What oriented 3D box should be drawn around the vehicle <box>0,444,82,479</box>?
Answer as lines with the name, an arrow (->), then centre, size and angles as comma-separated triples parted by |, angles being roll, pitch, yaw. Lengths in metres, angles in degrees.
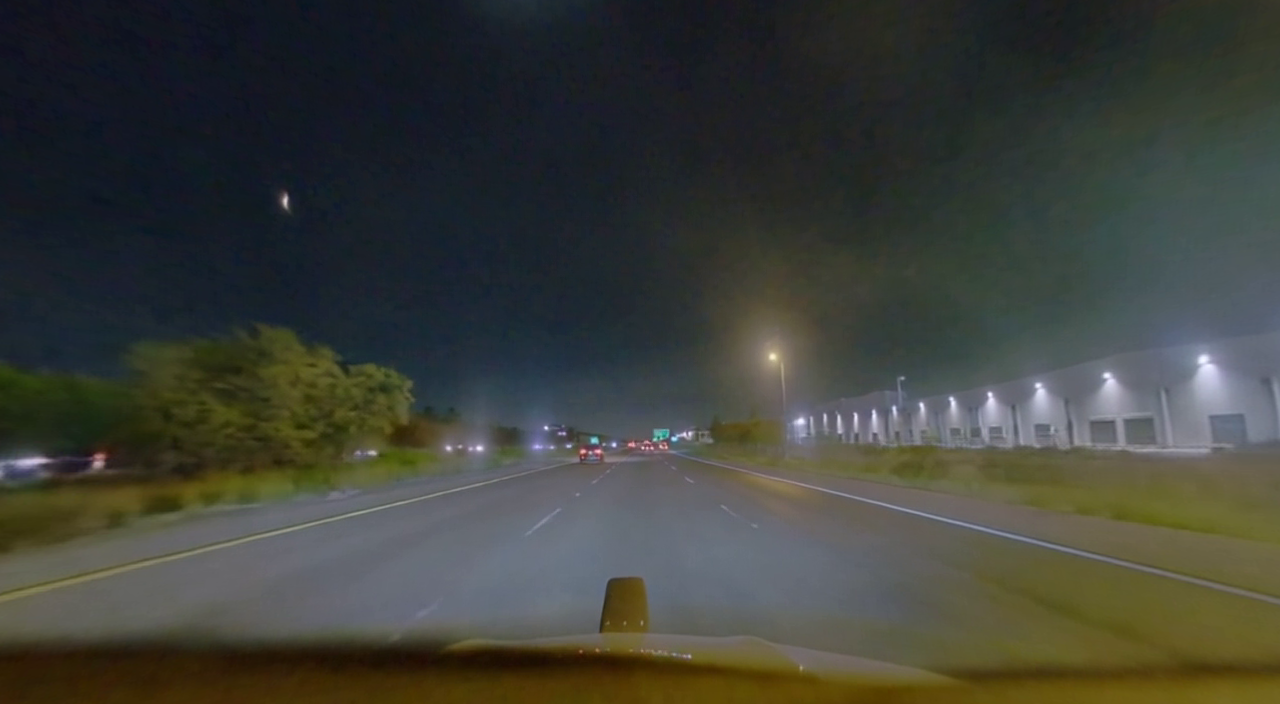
vehicle -> -35.770, 6.238, 36.184 | 2.153, 1.874, 5.710 | 0, -9, 0

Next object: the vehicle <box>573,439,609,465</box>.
vehicle -> -3.650, 7.554, 47.900 | 2.218, 1.850, 4.774 | 0, -9, 1
